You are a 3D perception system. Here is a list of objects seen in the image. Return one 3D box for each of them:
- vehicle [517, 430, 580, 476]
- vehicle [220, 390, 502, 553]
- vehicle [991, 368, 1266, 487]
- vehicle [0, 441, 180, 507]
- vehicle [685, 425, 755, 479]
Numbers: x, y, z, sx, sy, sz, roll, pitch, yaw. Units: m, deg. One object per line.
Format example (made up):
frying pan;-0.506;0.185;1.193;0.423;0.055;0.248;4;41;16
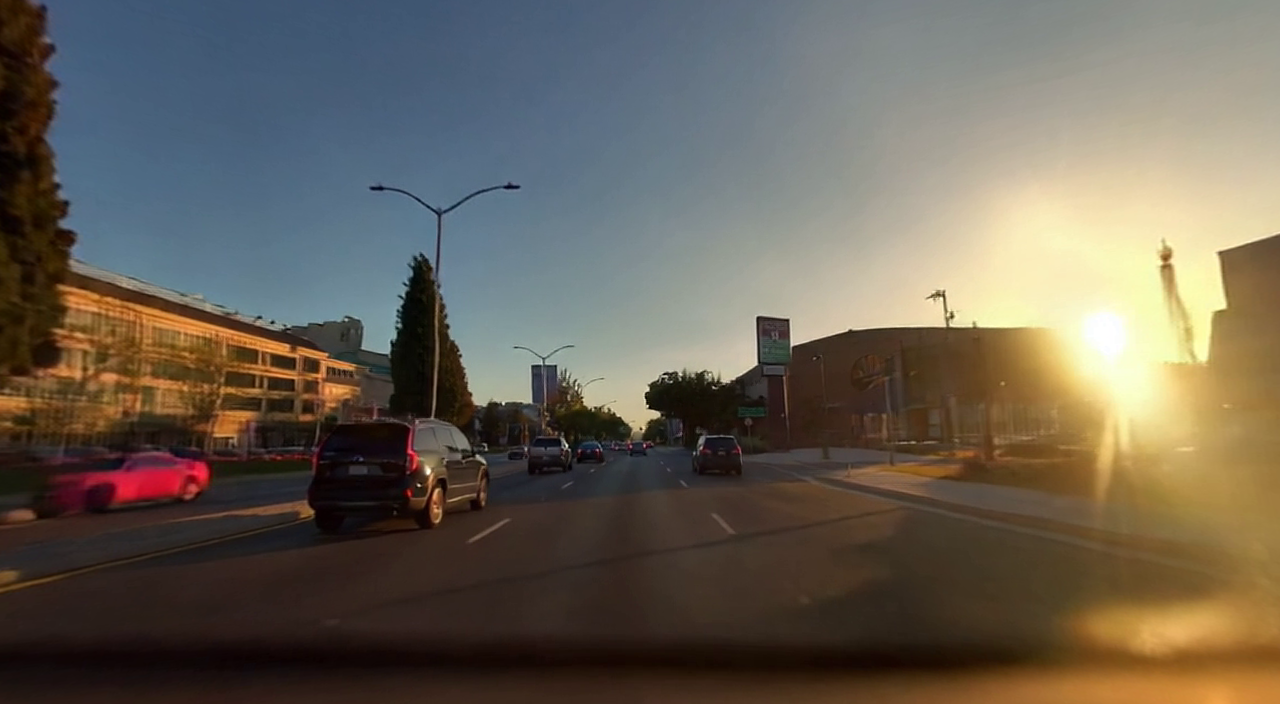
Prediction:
vehicle;-3.823;4.309;27.006;2.014;1.775;4.404;0;-8;0
vehicle;-3.863;1.761;9.948;2.210;1.925;4.838;0;-8;0
vehicle;15.757;2.647;21.500;2.642;3.252;8.515;0;-8;1
vehicle;-16.456;3.524;18.759;2.009;1.702;4.411;0;-8;0
vehicle;3.043;3.917;24.859;2.024;1.921;4.431;0;-8;-2
